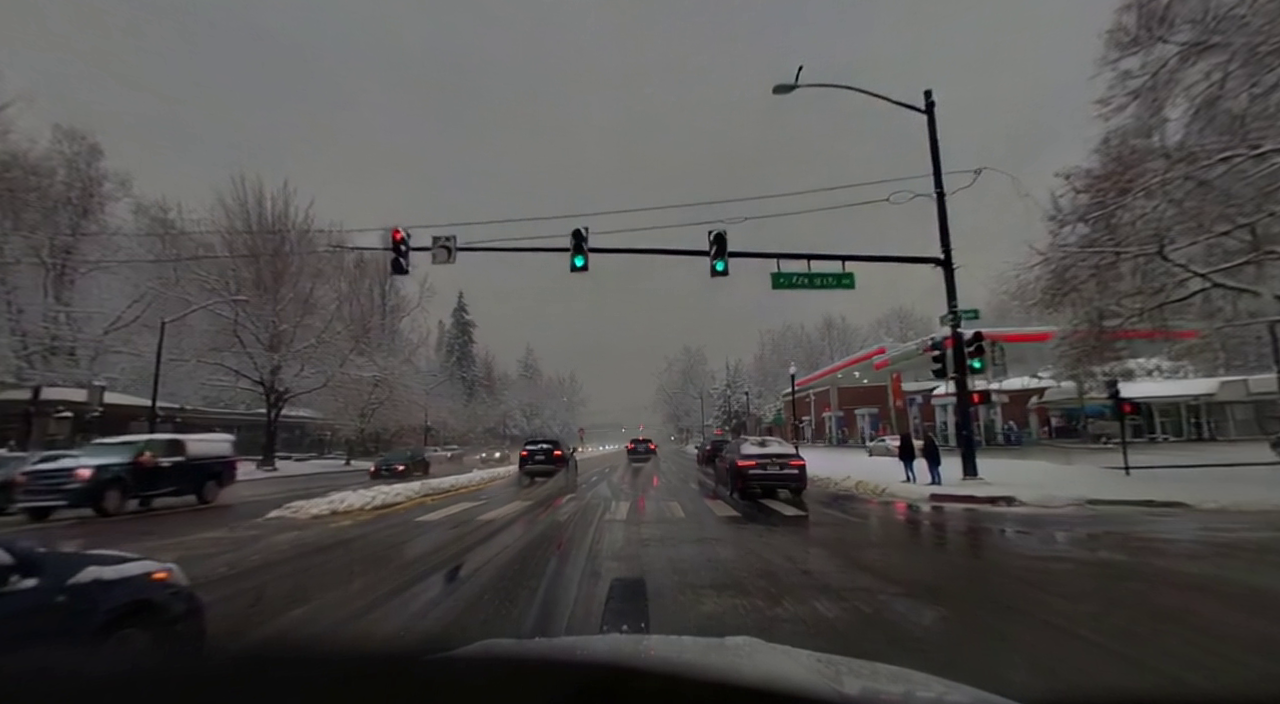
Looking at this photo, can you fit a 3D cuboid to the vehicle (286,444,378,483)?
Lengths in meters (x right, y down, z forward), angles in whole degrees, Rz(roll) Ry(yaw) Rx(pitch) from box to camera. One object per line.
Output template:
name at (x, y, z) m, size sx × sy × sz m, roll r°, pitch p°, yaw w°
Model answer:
vehicle at (-15.067, 5.440, 31.175) m, size 2.080 × 1.756 × 4.723 m, roll 0°, pitch -8°, yaw 0°

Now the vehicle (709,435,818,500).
vehicle at (3.129, 3.030, 16.976) m, size 1.919 × 1.502 × 4.572 m, roll 0°, pitch -8°, yaw -1°

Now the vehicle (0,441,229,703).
vehicle at (-3.347, 0.856, 1.282) m, size 2.013 × 1.354 × 4.393 m, roll 0°, pitch -8°, yaw 1°

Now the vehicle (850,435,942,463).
vehicle at (15.992, 6.064, 39.527) m, size 1.860 × 1.587 × 4.949 m, roll 8°, pitch -12°, yaw -44°

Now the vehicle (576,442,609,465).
vehicle at (-3.183, 6.890, 42.878) m, size 1.901 × 1.483 × 4.372 m, roll 0°, pitch -8°, yaw 0°

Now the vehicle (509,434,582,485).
vehicle at (-3.294, 3.836, 22.755) m, size 1.988 × 1.645 × 3.995 m, roll 0°, pitch -8°, yaw 1°

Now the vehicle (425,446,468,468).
vehicle at (-15.085, 8.202, 49.278) m, size 1.905 × 1.613 × 4.331 m, roll 0°, pitch -8°, yaw 1°

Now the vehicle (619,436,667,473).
vehicle at (0.119, 4.960, 30.692) m, size 2.192 × 1.674 × 4.124 m, roll 0°, pitch -8°, yaw 0°
